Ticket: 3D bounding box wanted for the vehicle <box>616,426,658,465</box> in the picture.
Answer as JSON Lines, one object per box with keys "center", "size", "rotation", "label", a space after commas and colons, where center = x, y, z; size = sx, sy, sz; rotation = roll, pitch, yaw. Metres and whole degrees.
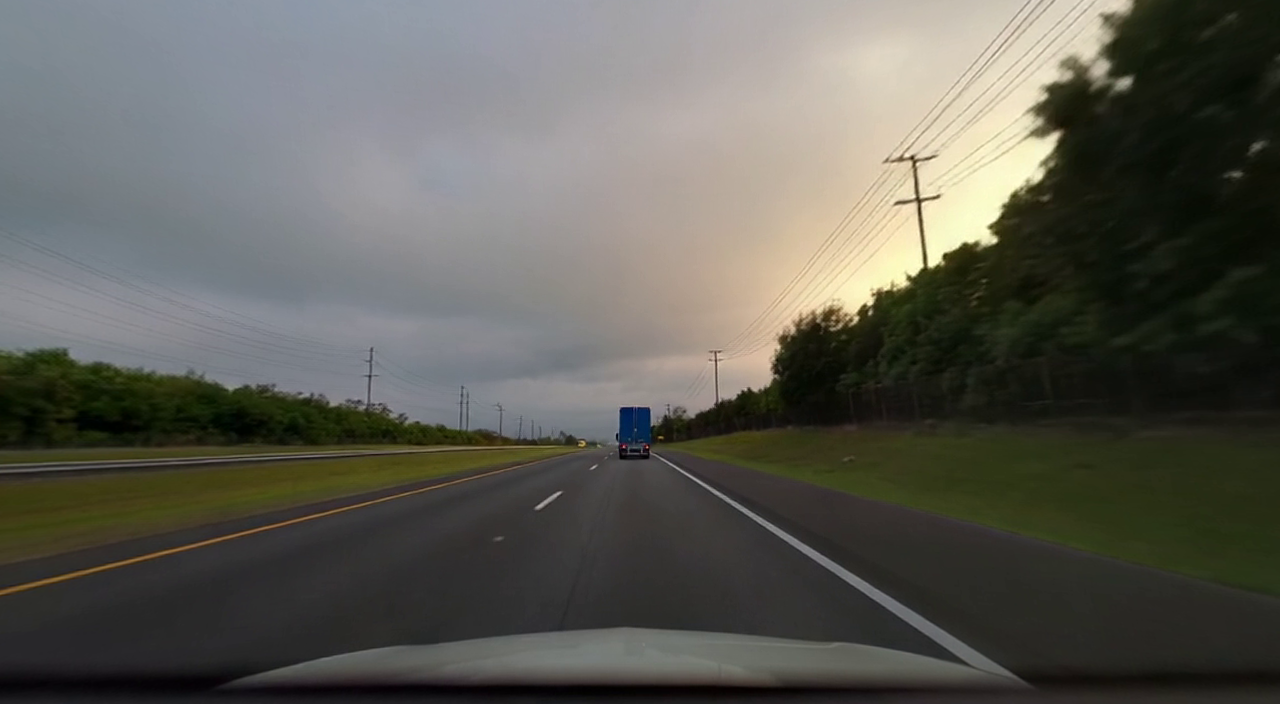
{"center": [-0.248, 5.388, 36.387], "size": [2.240, 2.129, 4.480], "rotation": [0, -8, -2], "label": "vehicle"}
